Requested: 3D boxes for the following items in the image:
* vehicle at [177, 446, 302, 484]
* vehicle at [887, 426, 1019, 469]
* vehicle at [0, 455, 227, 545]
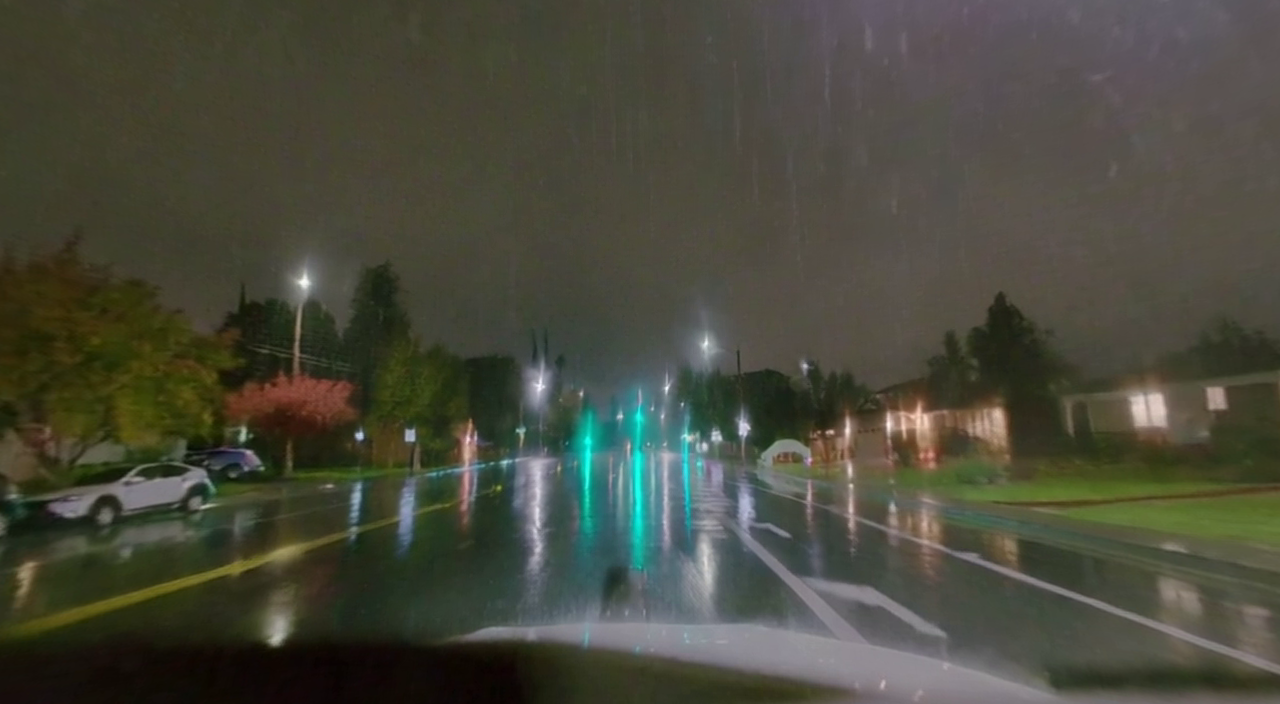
[{"bbox_3d":[-18.999,5.359,30.036,4.573,1.643,2.158,-2,-9,5],"label":"vehicle"},{"bbox_3d":[13.865,4.234,28.275,4.907,1.693,2.081,-1,-7,13],"label":"vehicle"},{"bbox_3d":[-11.852,3.233,14.426,1.888,1.439,4.351,-2,-6,0],"label":"vehicle"}]
